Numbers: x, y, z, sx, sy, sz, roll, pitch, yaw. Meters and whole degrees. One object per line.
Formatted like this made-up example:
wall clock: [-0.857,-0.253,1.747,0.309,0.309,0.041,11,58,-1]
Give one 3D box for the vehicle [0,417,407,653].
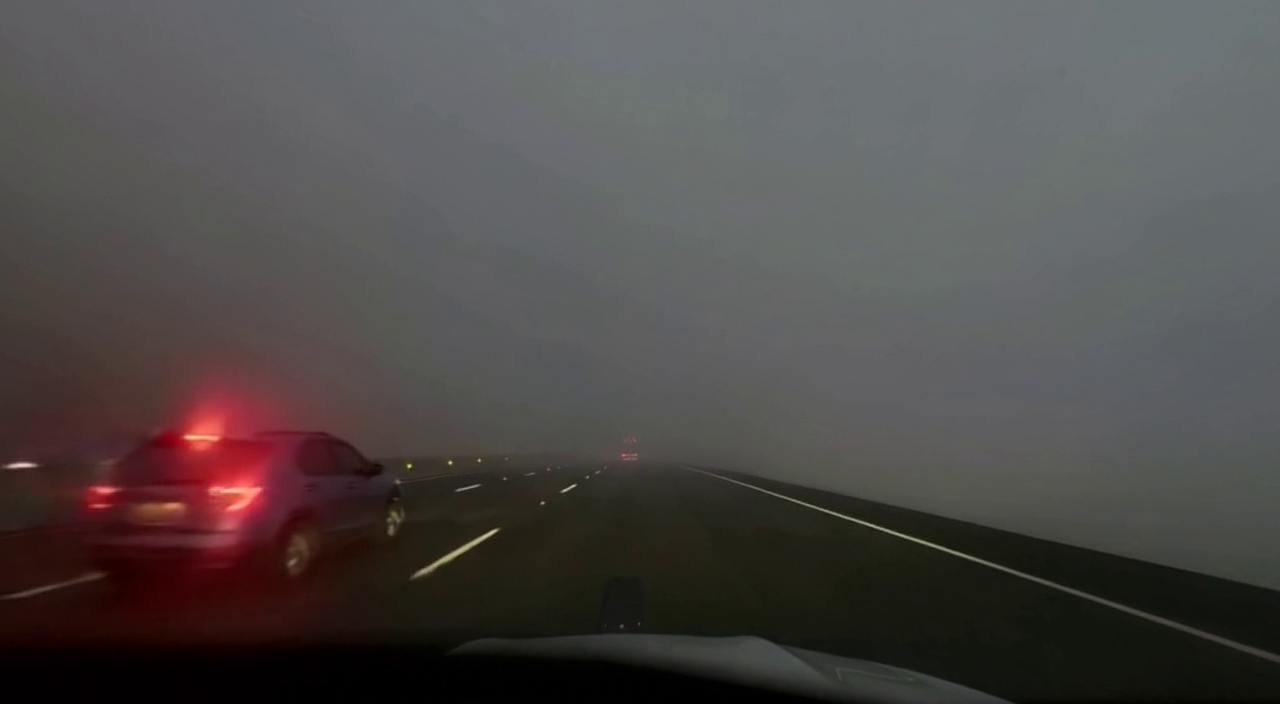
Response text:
vehicle: [-4.532,1.616,6.834,2.108,1.573,5.000,0,-8,0]
